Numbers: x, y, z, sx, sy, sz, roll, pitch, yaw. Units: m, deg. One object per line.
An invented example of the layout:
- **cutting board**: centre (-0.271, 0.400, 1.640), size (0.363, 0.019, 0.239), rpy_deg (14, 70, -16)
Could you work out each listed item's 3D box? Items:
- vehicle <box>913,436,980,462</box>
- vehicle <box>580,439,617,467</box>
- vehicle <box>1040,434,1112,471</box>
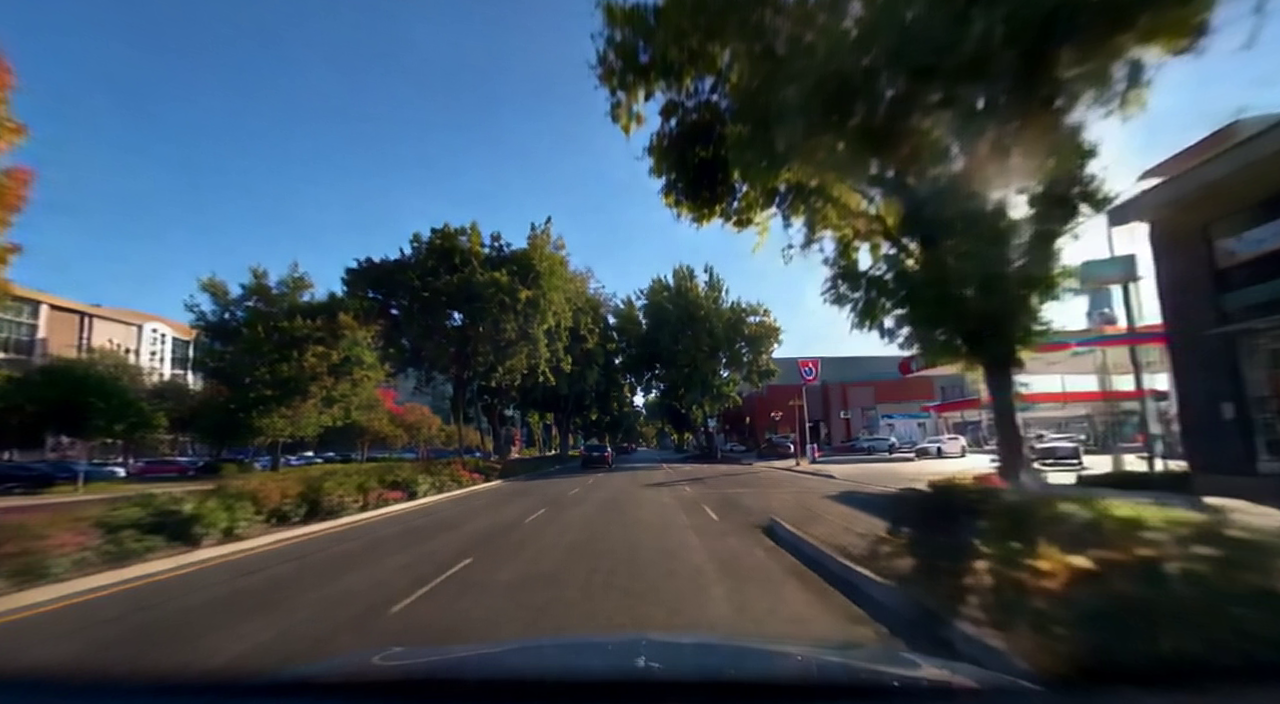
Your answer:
- **vehicle**: centre (21.462, 6.767, 44.107), size (4.484, 1.697, 1.959), rpy_deg (5, -10, -30)
- **vehicle**: centre (-2.826, 7.052, 44.114), size (2.196, 1.801, 4.542), rpy_deg (0, -8, 1)
- **vehicle**: centre (20.864, 4.782, 30.066), size (4.394, 1.624, 1.803), rpy_deg (8, -13, -43)
